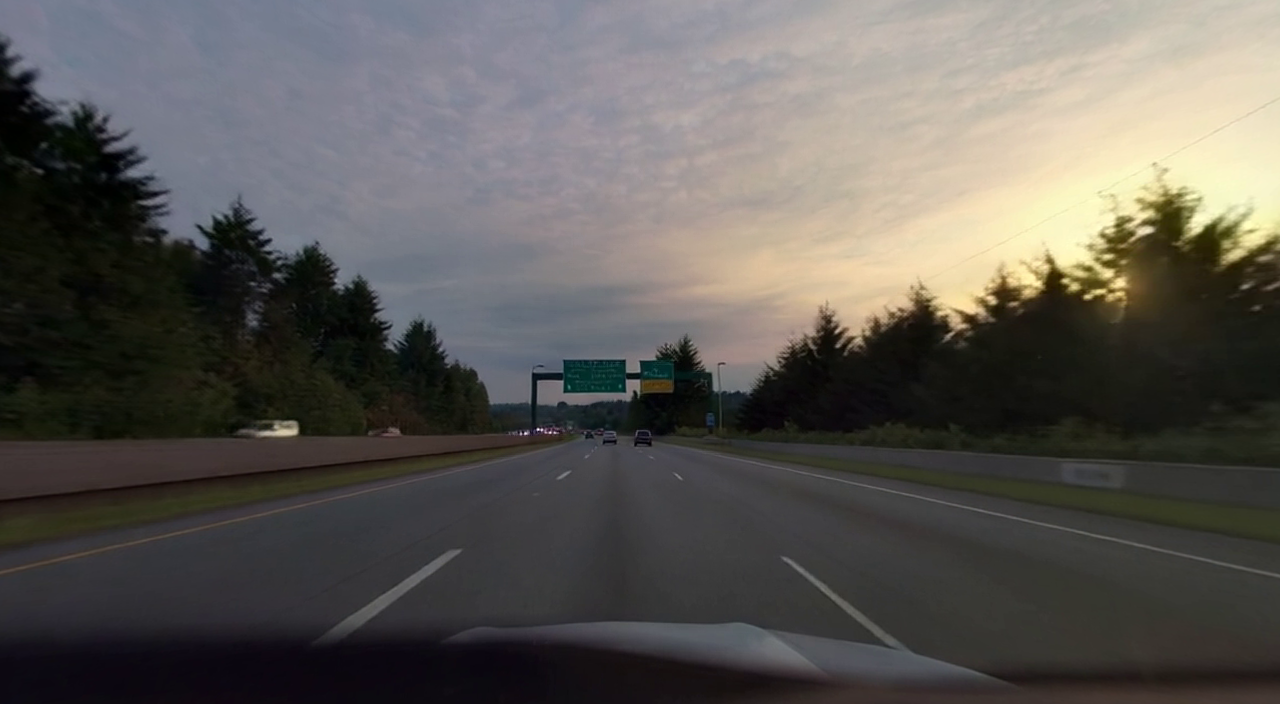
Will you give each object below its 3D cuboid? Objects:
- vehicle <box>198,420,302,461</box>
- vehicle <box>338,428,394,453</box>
[{"bbox_3d":[-18.174,4.142,29.629,2.078,1.777,4.511,0,-8,-2],"label":"vehicle"},{"bbox_3d":[-18.175,5.873,42.045,1.916,1.544,4.149,0,-8,-1],"label":"vehicle"}]
